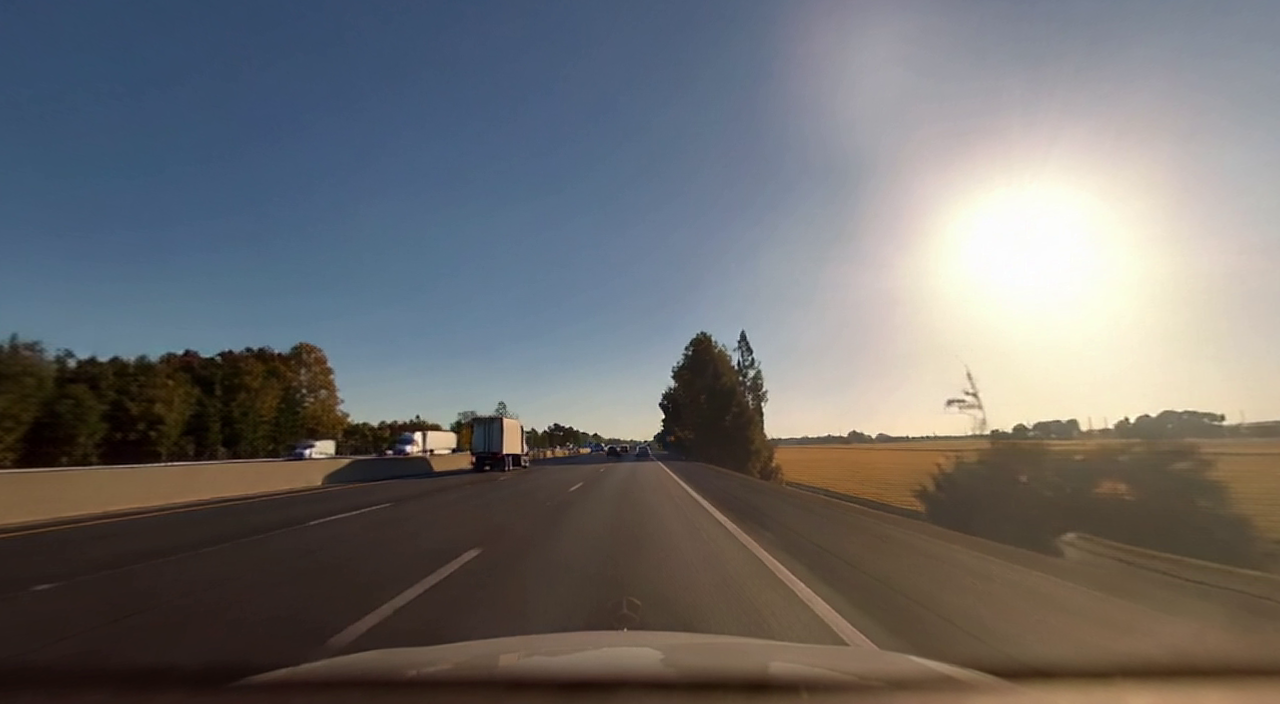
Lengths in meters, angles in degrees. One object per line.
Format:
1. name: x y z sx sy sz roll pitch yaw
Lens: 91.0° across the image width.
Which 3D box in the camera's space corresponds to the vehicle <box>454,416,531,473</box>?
1. vehicle: -7.487 4.829 32.764 2.444 2.685 5.893 0 -9 1
